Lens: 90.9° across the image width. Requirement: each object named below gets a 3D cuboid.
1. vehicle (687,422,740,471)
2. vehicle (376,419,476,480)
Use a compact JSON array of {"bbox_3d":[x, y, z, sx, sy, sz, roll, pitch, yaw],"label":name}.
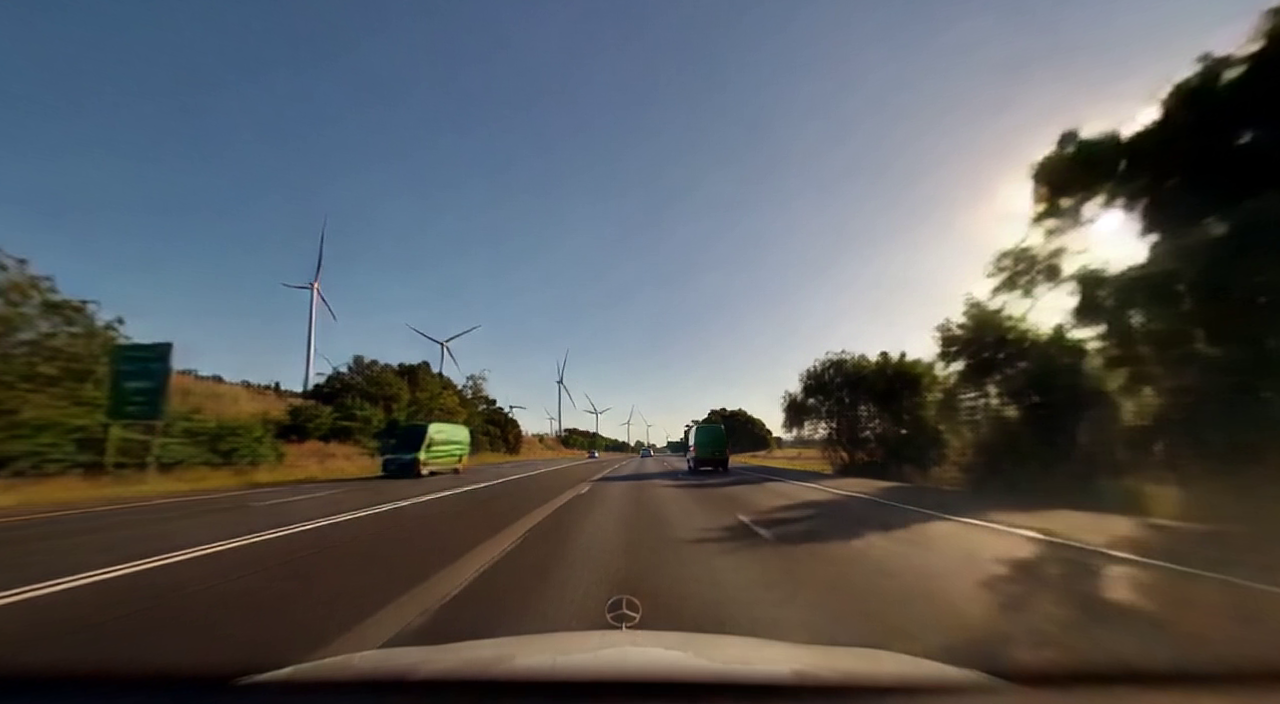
[{"bbox_3d":[4.373,5.810,38.668,2.437,2.735,5.507,0,-9,-1],"label":"vehicle"},{"bbox_3d":[-12.173,5.665,36.751,3.050,3.166,7.885,0,-9,0],"label":"vehicle"}]
